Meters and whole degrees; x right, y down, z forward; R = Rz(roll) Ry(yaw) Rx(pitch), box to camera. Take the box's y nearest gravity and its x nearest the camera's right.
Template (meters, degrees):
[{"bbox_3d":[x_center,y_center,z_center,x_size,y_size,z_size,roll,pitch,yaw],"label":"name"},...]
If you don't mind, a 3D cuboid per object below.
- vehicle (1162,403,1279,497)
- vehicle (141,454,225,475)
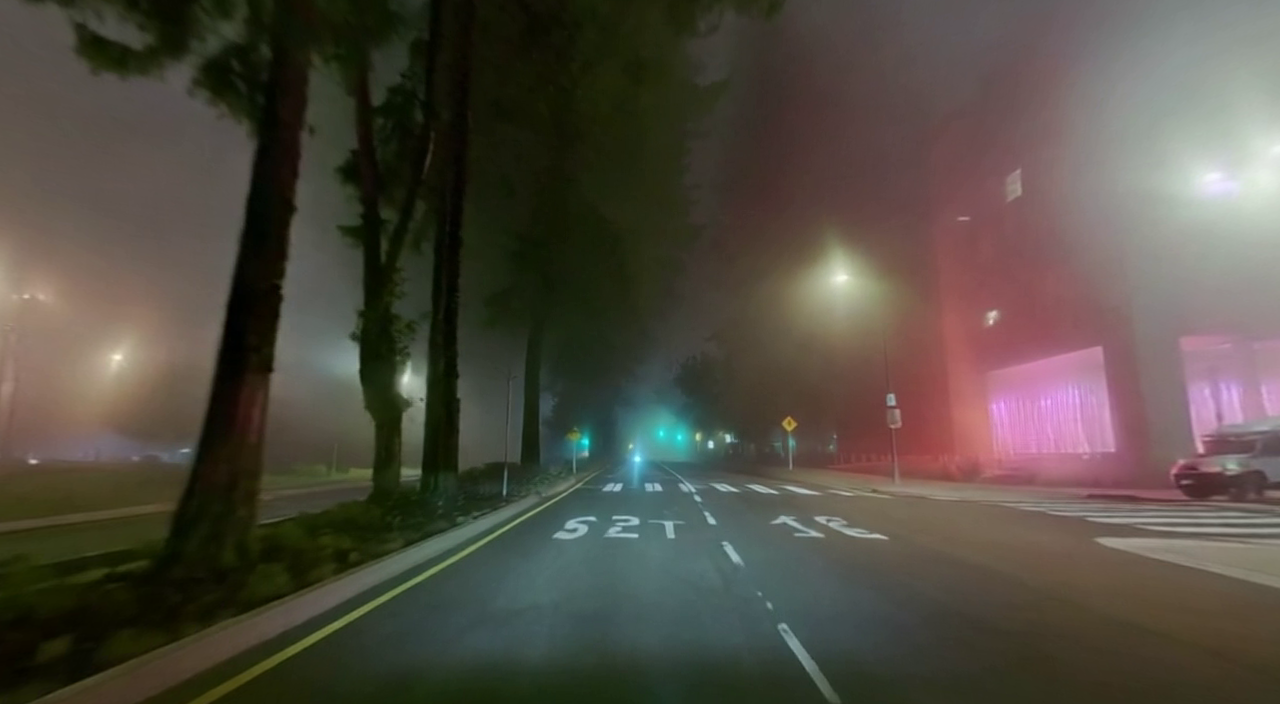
[{"bbox_3d":[17.889,2.630,17.397,4.826,2.368,2.263,-1,-7,0],"label":"vehicle"},{"bbox_3d":[-33.772,8.336,46.652,4.739,1.489,2.000,-1,-8,3],"label":"vehicle"}]
